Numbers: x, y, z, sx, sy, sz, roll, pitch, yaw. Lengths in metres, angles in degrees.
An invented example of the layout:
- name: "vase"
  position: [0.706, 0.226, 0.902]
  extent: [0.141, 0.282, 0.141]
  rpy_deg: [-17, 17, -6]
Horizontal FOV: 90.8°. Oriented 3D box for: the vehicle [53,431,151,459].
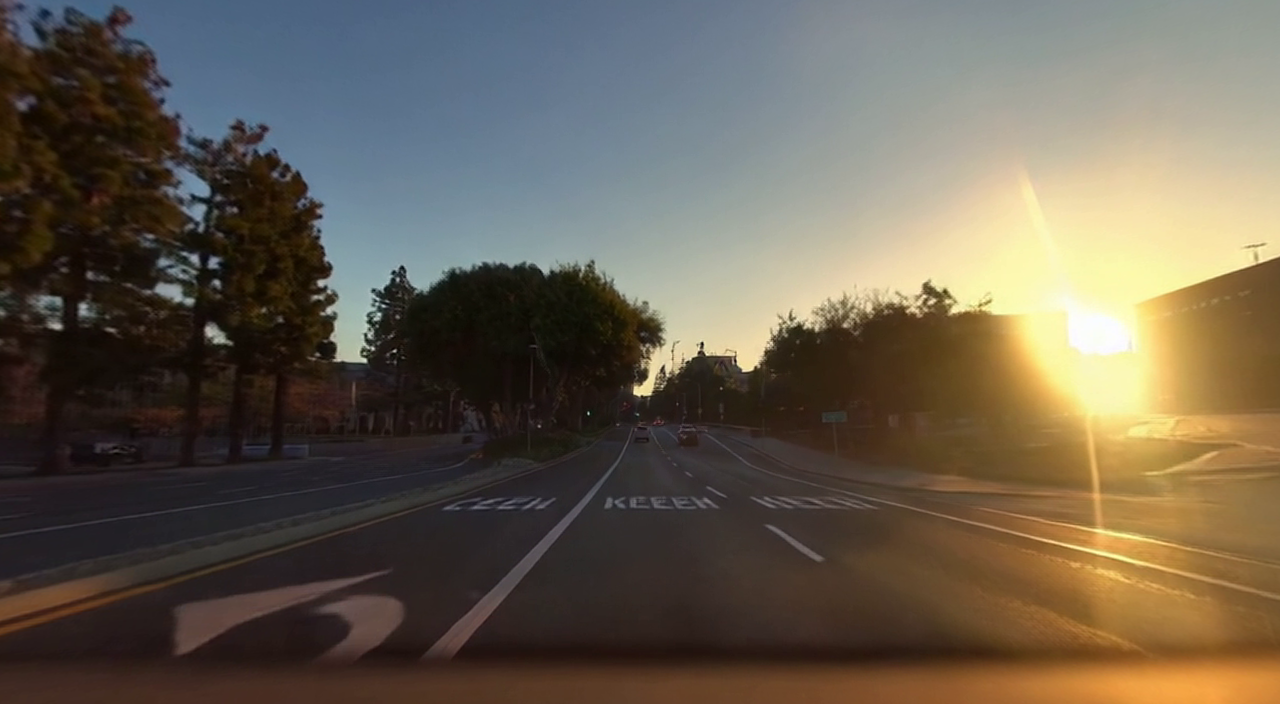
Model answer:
- name: "vehicle"
  position: [-33.539, 5.826, 39.462]
  extent: [4.322, 1.564, 2.204]
  rpy_deg: [0, -10, 8]
